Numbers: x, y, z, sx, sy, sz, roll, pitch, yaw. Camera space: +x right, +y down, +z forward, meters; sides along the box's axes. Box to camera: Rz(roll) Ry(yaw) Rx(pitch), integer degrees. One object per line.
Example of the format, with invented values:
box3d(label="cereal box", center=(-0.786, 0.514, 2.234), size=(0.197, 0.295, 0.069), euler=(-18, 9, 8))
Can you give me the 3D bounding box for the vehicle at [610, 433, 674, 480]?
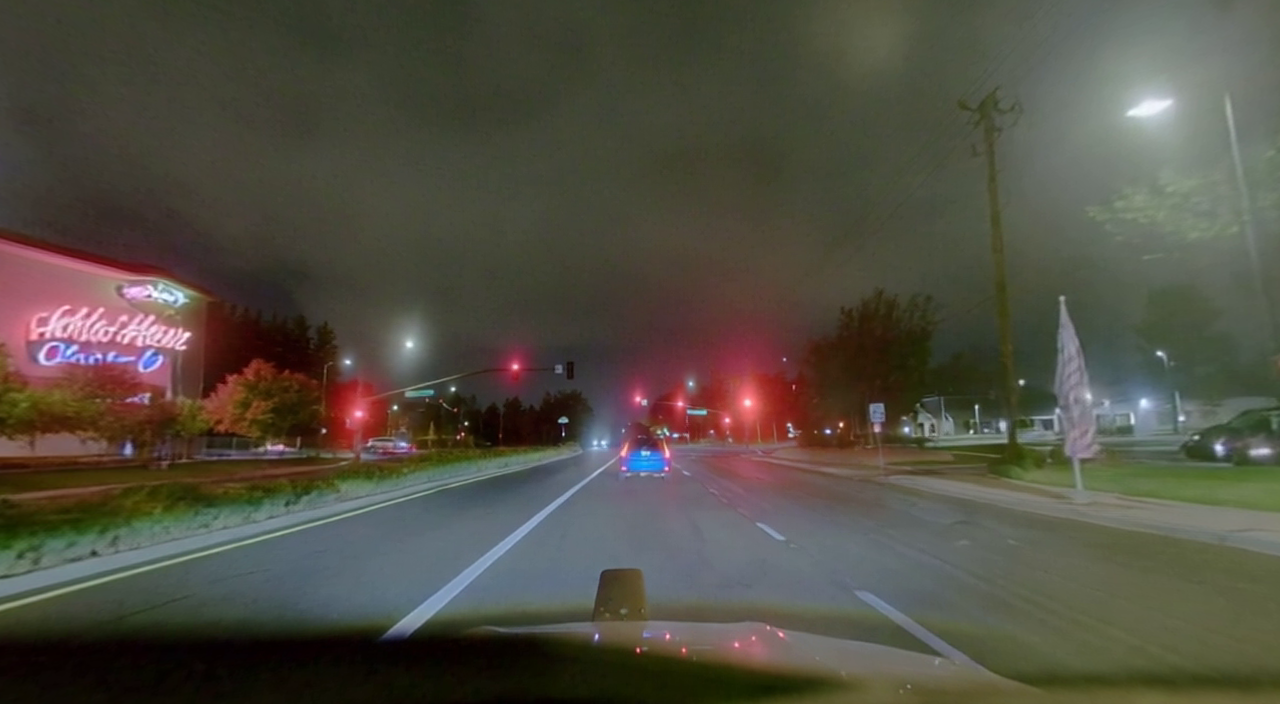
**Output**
box3d(label="vehicle", center=(0.012, 3.686, 22.483), size=(2.028, 1.478, 4.545), euler=(0, -8, -1))
